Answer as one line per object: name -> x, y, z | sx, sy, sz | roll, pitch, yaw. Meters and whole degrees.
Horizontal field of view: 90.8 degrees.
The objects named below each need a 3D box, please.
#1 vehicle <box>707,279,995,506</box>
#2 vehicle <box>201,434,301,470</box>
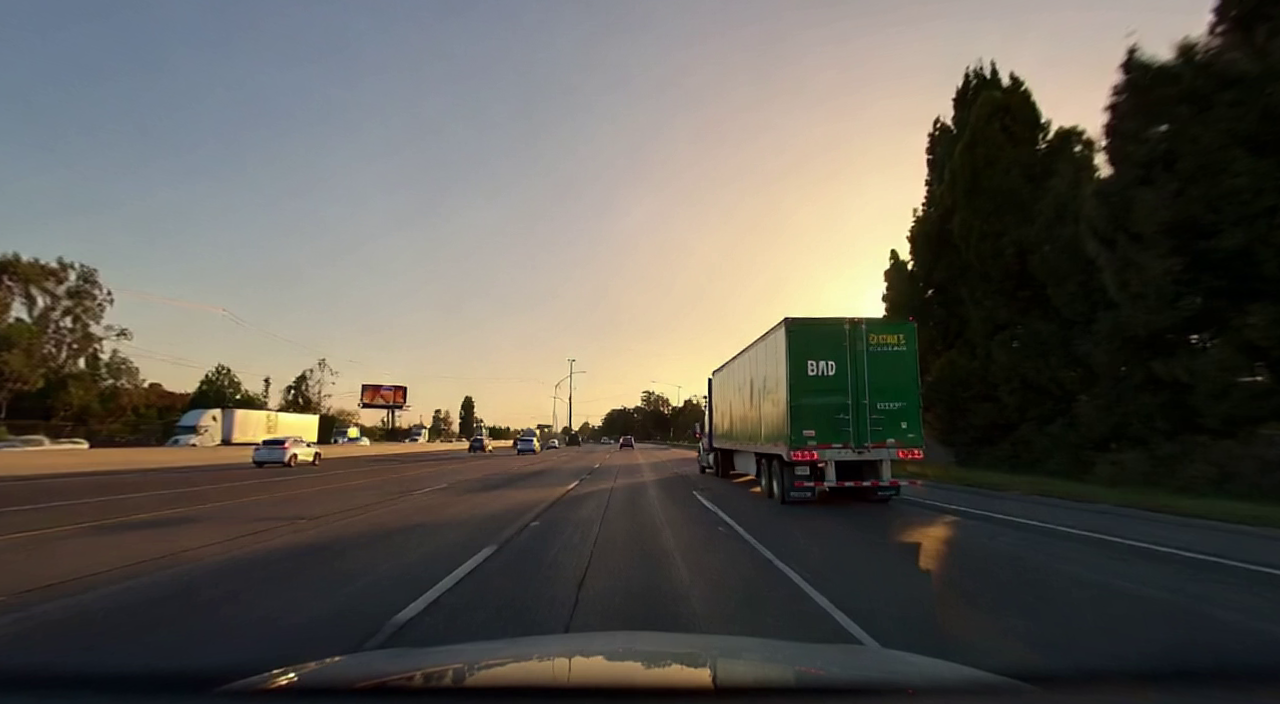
vehicle -> 4.400, 1.750, 18.428 | 2.891, 3.944, 15.051 | 0, -8, -2
vehicle -> -18.282, 4.711, 29.969 | 1.913, 1.540, 4.540 | 0, -8, -1
